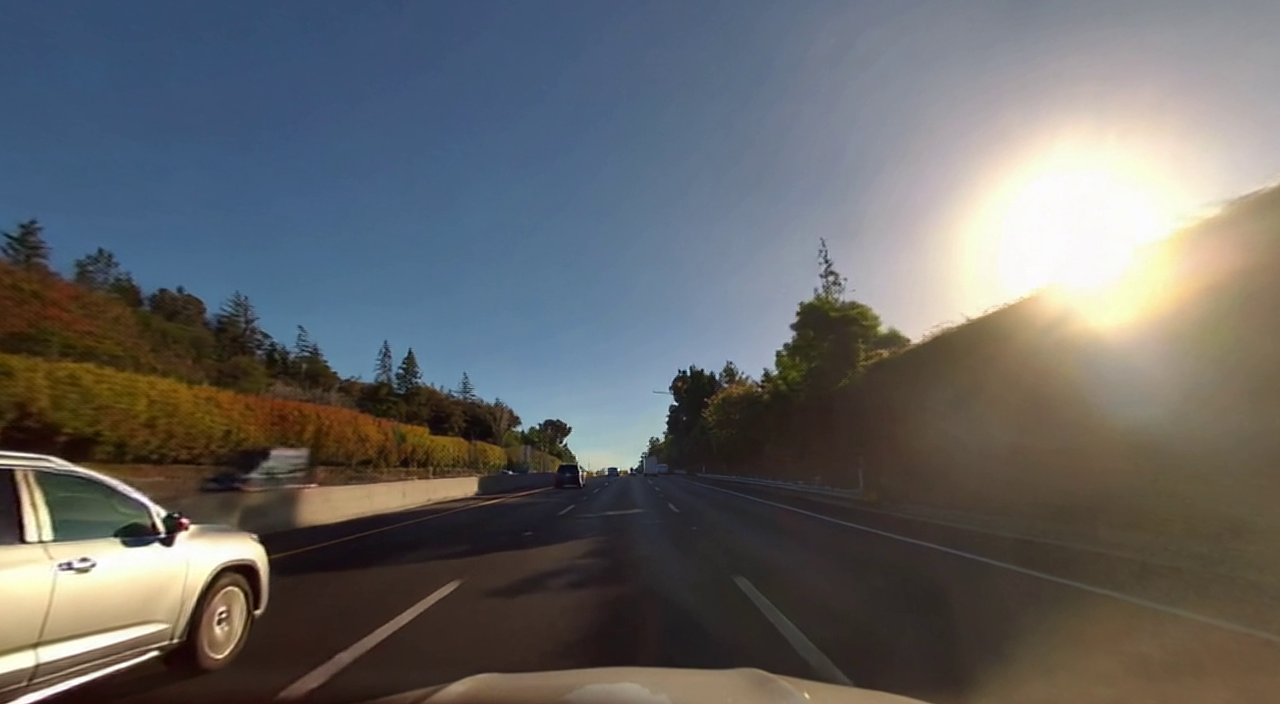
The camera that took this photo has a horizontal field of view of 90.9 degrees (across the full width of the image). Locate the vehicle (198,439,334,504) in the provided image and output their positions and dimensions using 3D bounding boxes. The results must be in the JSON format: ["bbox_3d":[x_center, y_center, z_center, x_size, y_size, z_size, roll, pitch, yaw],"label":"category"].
[{"bbox_3d":[-20.284,6.575,34.858,2.904,3.124,7.327,1,-10,0],"label":"vehicle"}]

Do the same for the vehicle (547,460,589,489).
[{"bbox_3d":[-4.615,7.984,41.289,2.178,1.736,4.847,1,-10,0],"label":"vehicle"}]
